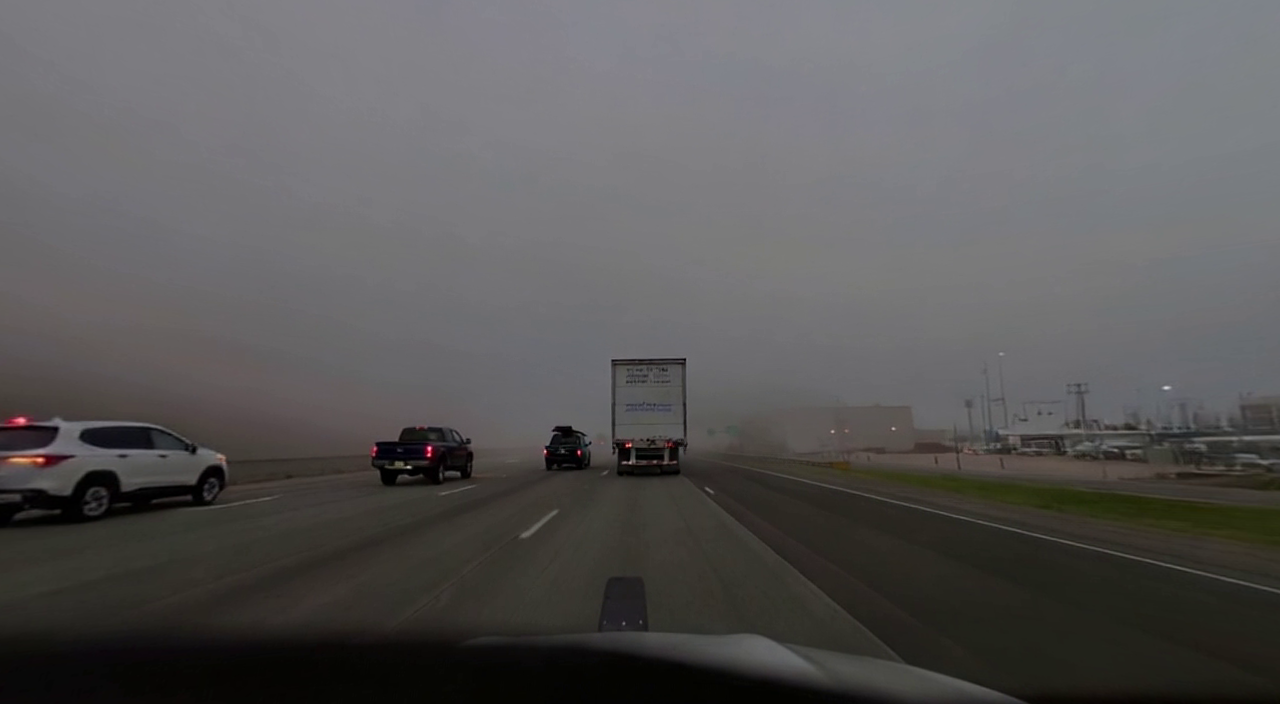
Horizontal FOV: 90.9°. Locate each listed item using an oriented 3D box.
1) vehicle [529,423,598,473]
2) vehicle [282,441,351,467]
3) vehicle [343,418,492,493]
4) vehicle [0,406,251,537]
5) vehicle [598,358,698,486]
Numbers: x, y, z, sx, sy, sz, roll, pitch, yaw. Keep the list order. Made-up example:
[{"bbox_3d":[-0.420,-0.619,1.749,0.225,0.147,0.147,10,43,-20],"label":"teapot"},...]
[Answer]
[{"bbox_3d":[-3.419,4.497,29.621,2.379,2.075,6.169,0,-9,1],"label":"vehicle"},{"bbox_3d":[-20.438,6.456,40.051,1.905,1.536,4.649,0,-9,0],"label":"vehicle"},{"bbox_3d":[-6.685,3.233,19.971,2.479,1.978,5.952,0,-9,1],"label":"vehicle"},{"bbox_3d":[-10.341,2.159,11.975,2.089,1.885,5.888,0,-9,1],"label":"vehicle"},{"bbox_3d":[0.198,2.792,23.687,2.941,3.794,9.851,0,-9,0],"label":"vehicle"}]
